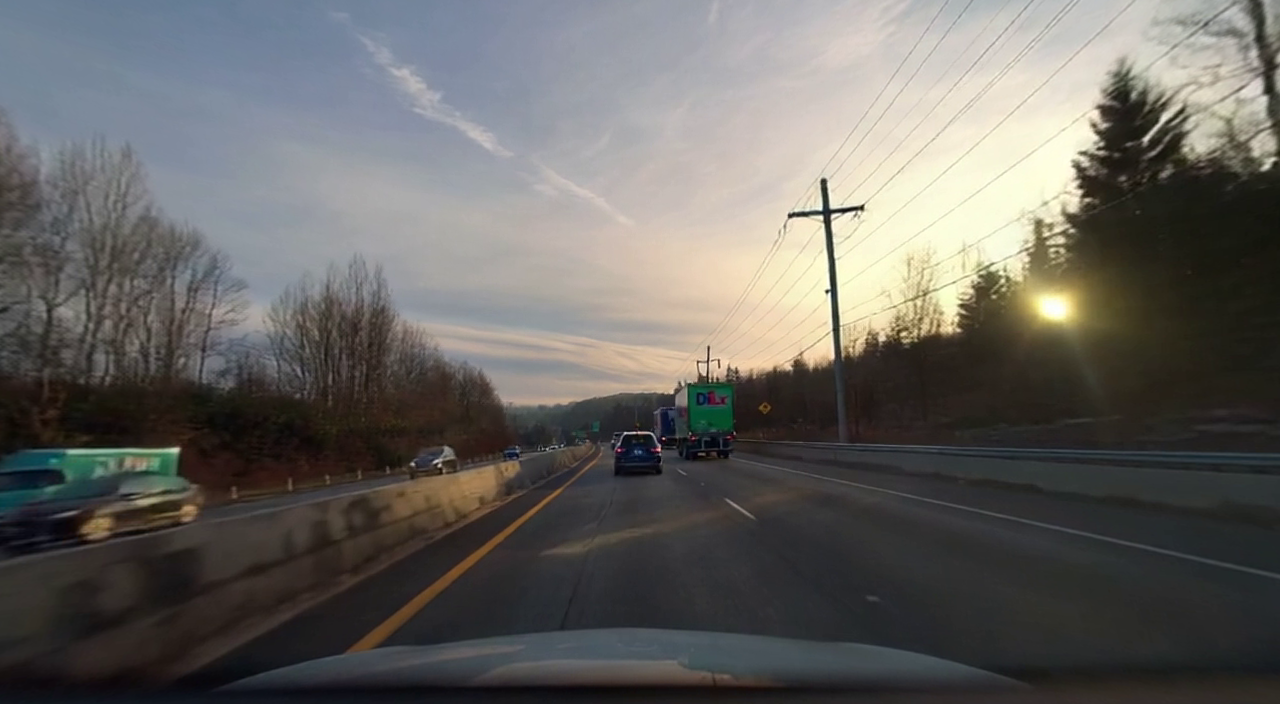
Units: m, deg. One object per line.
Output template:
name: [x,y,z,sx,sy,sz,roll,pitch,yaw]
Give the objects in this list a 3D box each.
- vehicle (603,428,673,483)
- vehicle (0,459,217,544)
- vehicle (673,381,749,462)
vehicle: [-0.128,3.297,20.394,2.062,1.581,3.914,0,-8,-2]
vehicle: [-12.760,3.513,15.388,2.066,1.614,4.246,0,-8,-4]
vehicle: [3.615,3.943,34.613,2.835,3.872,8.916,0,-8,-2]
